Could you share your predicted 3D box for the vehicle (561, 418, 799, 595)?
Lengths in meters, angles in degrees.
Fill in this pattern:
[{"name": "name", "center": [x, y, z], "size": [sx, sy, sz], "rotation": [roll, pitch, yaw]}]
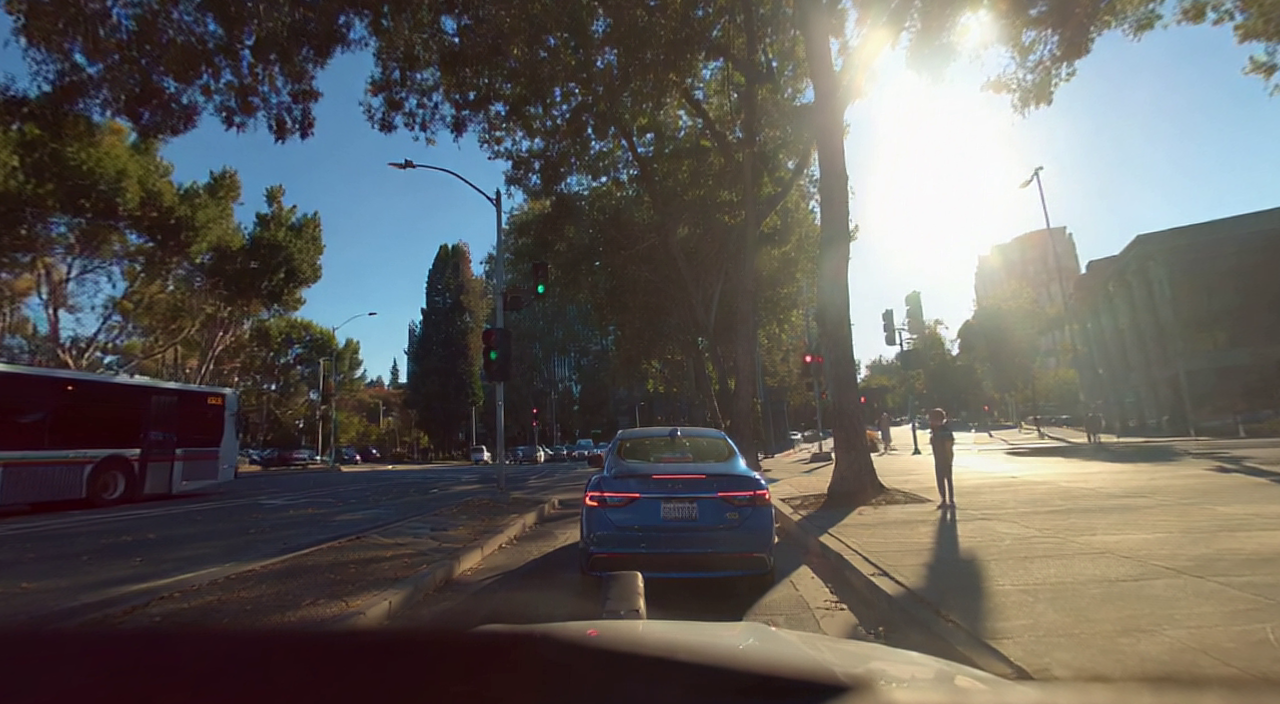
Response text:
[{"name": "vehicle", "center": [0.379, 1.615, 7.391], "size": [2.035, 1.499, 3.799], "rotation": [0, -8, 1]}]
